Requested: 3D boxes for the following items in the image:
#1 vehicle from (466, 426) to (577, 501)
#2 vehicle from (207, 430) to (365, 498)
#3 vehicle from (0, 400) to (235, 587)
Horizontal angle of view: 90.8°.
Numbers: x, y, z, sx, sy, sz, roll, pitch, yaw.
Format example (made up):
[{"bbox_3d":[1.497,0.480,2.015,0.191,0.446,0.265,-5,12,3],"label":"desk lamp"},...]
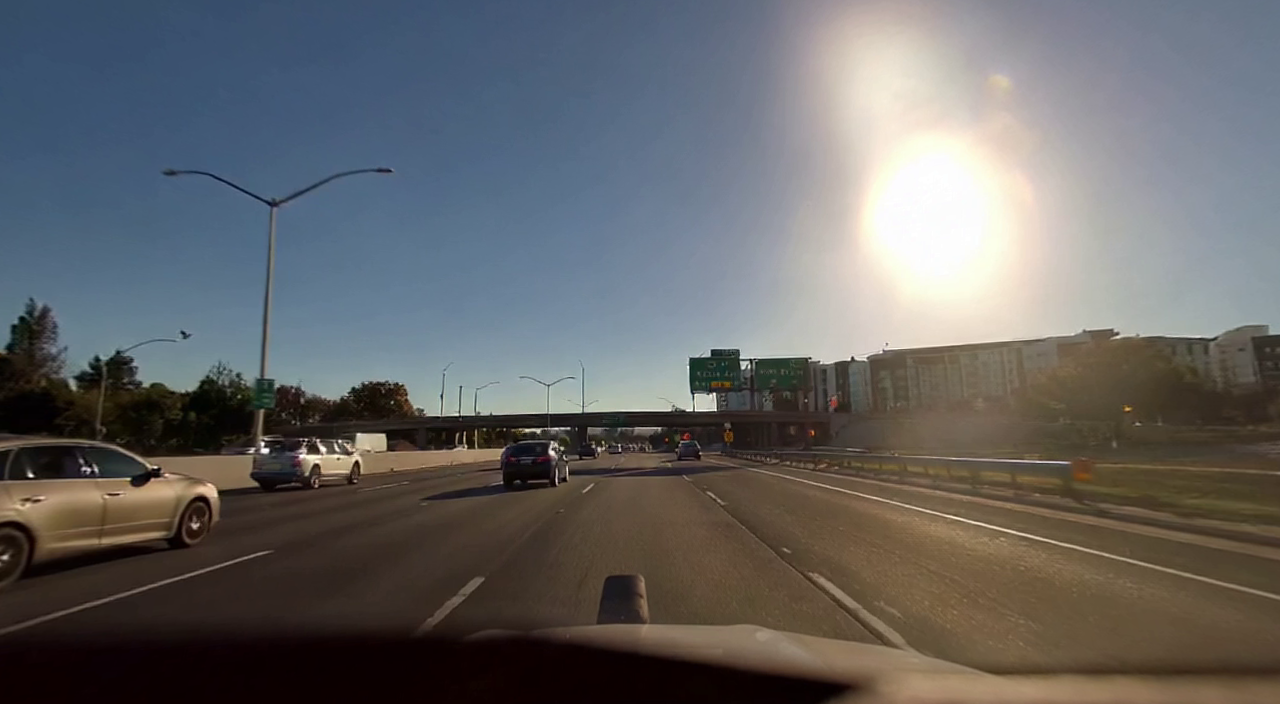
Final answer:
[{"bbox_3d":[-2.931,2.879,16.686,2.027,1.697,4.307,0,-8,1],"label":"vehicle"},{"bbox_3d":[-10.391,3.313,19.095,1.969,1.759,4.758,0,-8,0],"label":"vehicle"},{"bbox_3d":[-7.092,1.493,6.990,2.015,1.762,4.790,0,-8,0],"label":"vehicle"}]
